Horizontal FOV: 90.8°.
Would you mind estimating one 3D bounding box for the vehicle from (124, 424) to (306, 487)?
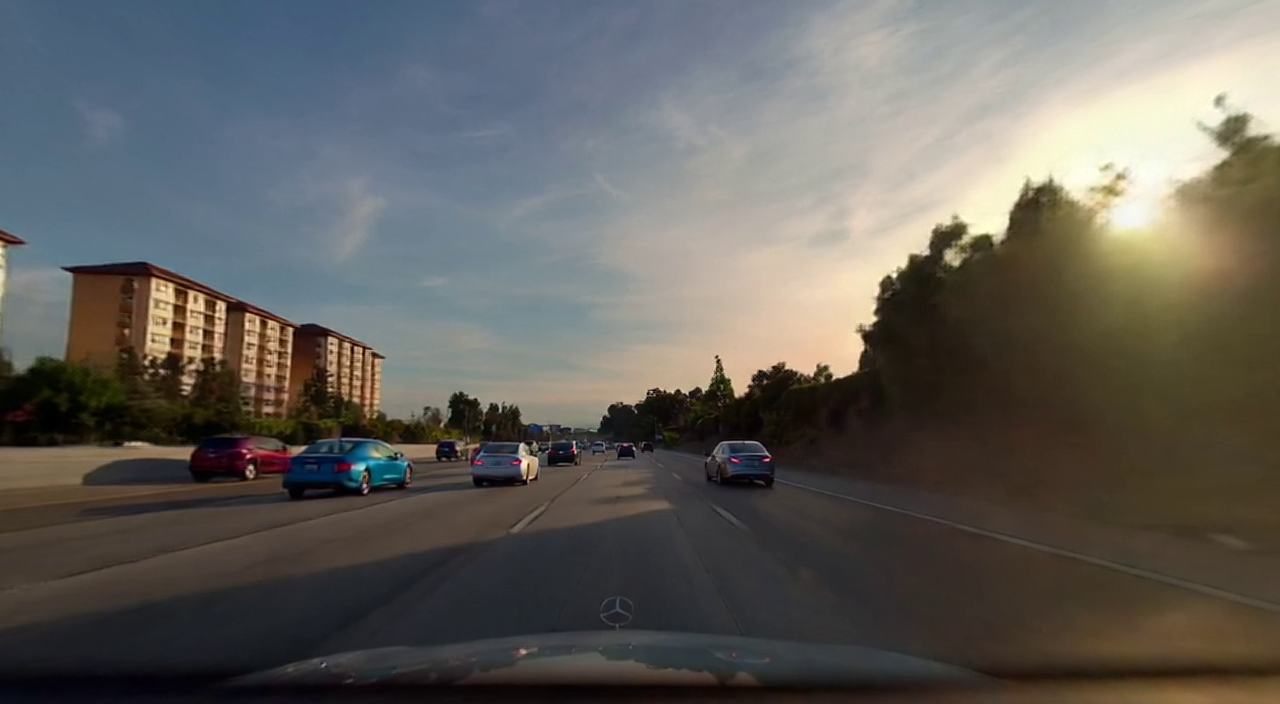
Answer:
[{"bbox_3d":[-15.400,3.799,23.578,2.396,1.999,6.333,0,-8,0],"label":"vehicle"}]

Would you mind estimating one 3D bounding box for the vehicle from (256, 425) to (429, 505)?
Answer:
[{"bbox_3d":[-7.487,2.898,16.677,2.086,1.776,5.080,0,-8,0],"label":"vehicle"}]

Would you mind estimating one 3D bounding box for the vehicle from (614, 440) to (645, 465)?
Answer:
[{"bbox_3d":[-0.707,6.989,44.125,2.053,1.650,3.945,0,-8,-1],"label":"vehicle"}]

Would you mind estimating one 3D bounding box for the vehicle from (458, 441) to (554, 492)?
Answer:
[{"bbox_3d":[-4.168,3.628,20.434,2.124,1.426,4.444,0,-8,0],"label":"vehicle"}]

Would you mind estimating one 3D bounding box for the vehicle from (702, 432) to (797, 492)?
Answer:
[{"bbox_3d":[3.287,3.414,19.924,2.061,1.658,4.417,0,-8,-2],"label":"vehicle"}]

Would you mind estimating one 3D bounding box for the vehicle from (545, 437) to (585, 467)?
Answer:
[{"bbox_3d":[-4.673,6.332,40.074,2.044,1.774,4.329,0,-8,0],"label":"vehicle"}]
